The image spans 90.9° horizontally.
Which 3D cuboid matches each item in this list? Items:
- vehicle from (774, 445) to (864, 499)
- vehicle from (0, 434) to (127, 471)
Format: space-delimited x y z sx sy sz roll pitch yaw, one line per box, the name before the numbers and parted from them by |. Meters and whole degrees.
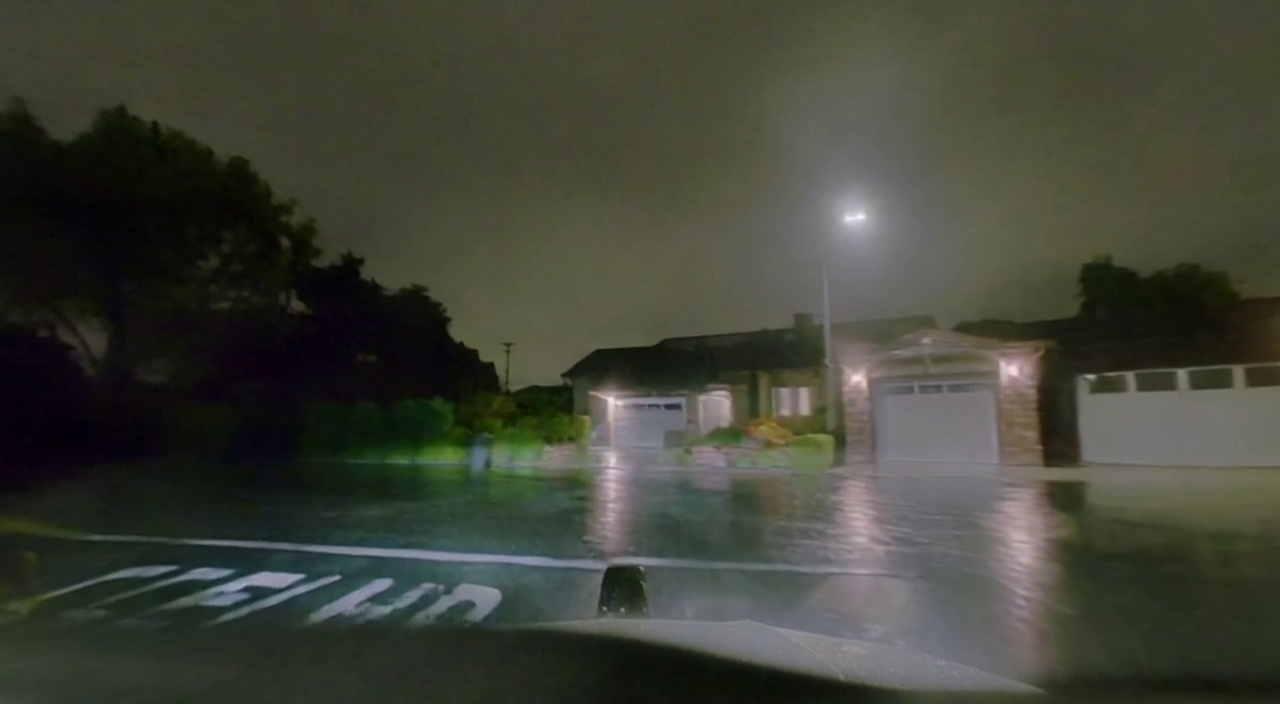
vehicle | 5.507 3.760 20.049 1.860 1.477 4.629 -1 -10 5
vehicle | -28.549 5.054 31.363 2.019 1.697 4.310 0 -11 6
